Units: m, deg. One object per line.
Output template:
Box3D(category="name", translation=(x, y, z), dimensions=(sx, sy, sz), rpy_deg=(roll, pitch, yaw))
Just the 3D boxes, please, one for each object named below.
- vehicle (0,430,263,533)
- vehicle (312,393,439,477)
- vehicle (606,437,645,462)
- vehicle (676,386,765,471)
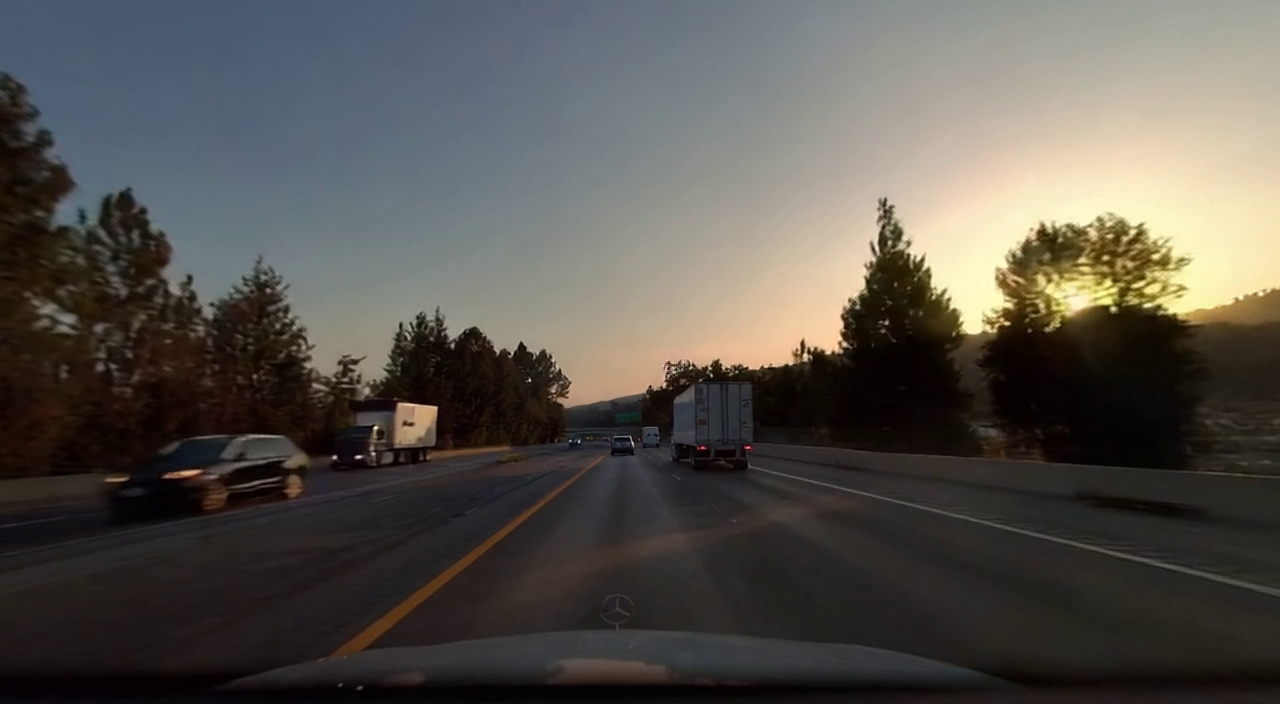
Box3D(category="vehicle", translation=(-8.887, 2.174, 11.256), dimensions=(1.961, 1.504, 3.762), rpy_deg=(0, -8, 0))
Box3D(category="vehicle", translation=(-13.949, 4.499, 34.360), dimensions=(2.869, 3.930, 9.386), rpy_deg=(0, -8, 0))
Box3D(category="vehicle", translation=(-0.874, 5.993, 39.013), dimensions=(2.259, 1.466, 3.693), rpy_deg=(0, -8, -1))
Box3D(category="vehicle", translation=(3.580, 3.726, 30.385), dimensions=(2.921, 3.526, 8.207), rpy_deg=(0, -8, -2))
